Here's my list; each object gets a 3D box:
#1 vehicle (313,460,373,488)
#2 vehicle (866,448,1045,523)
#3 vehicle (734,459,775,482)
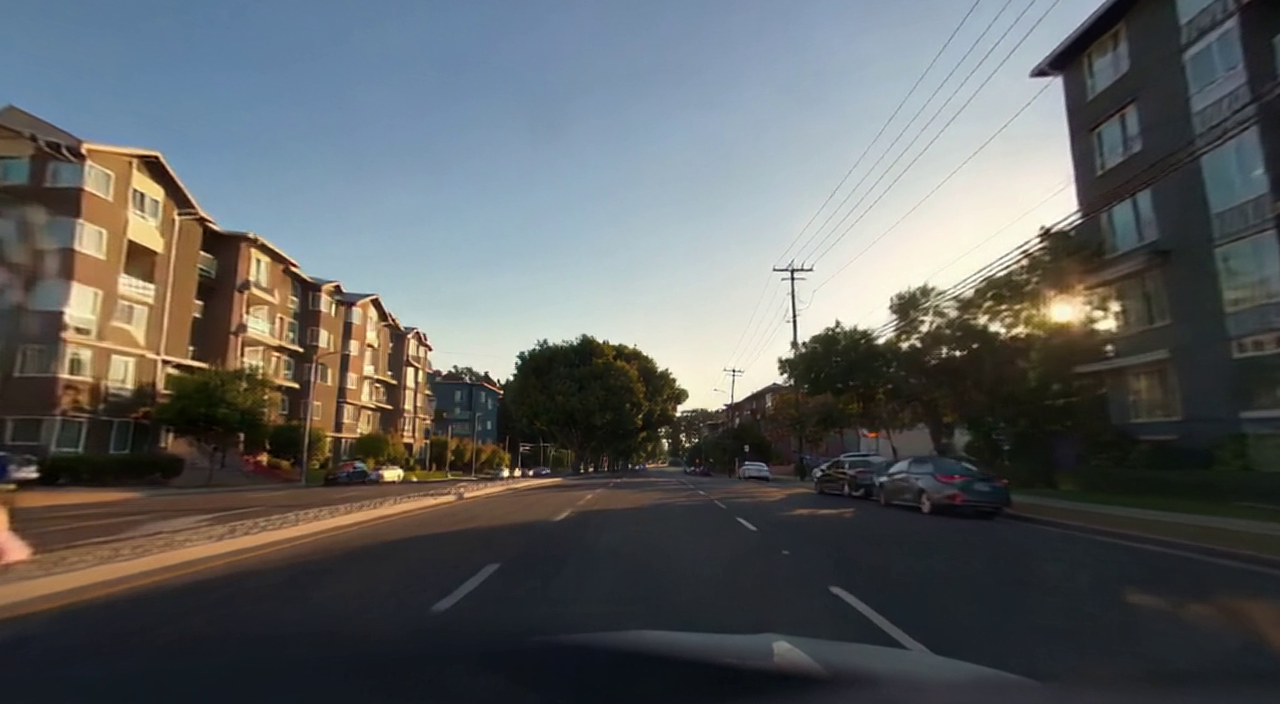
[{"bbox_3d":[-21.612,8.874,46.091,1.895,1.798,4.703,0,-9,2],"label":"vehicle"},{"bbox_3d":[7.148,3.020,14.930,1.875,1.481,4.434,0,-9,-1],"label":"vehicle"},{"bbox_3d":[7.889,8.229,43.976,1.986,1.467,4.412,0,-9,-1],"label":"vehicle"}]
